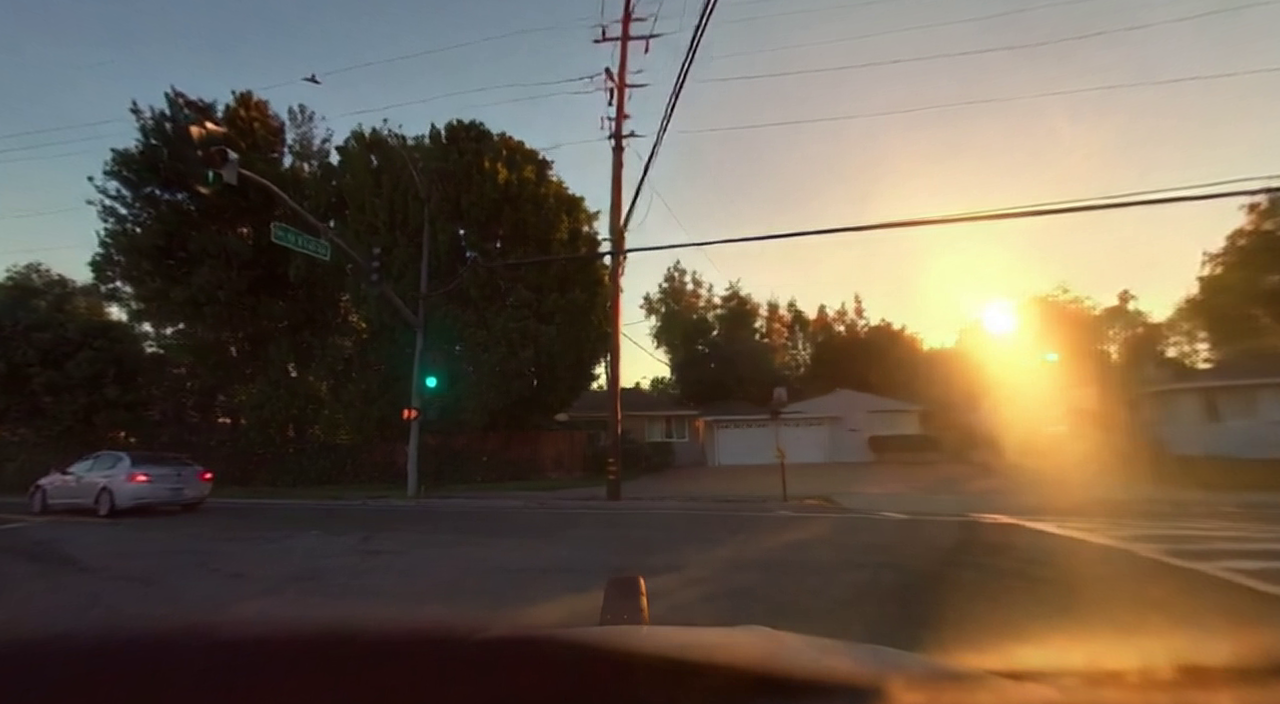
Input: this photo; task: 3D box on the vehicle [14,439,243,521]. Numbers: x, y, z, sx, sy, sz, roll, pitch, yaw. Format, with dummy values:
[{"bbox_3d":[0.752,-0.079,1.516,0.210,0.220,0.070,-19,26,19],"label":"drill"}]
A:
[{"bbox_3d":[-11.209,2.686,13.806,4.512,1.506,2.078,-4,-9,26],"label":"vehicle"}]
